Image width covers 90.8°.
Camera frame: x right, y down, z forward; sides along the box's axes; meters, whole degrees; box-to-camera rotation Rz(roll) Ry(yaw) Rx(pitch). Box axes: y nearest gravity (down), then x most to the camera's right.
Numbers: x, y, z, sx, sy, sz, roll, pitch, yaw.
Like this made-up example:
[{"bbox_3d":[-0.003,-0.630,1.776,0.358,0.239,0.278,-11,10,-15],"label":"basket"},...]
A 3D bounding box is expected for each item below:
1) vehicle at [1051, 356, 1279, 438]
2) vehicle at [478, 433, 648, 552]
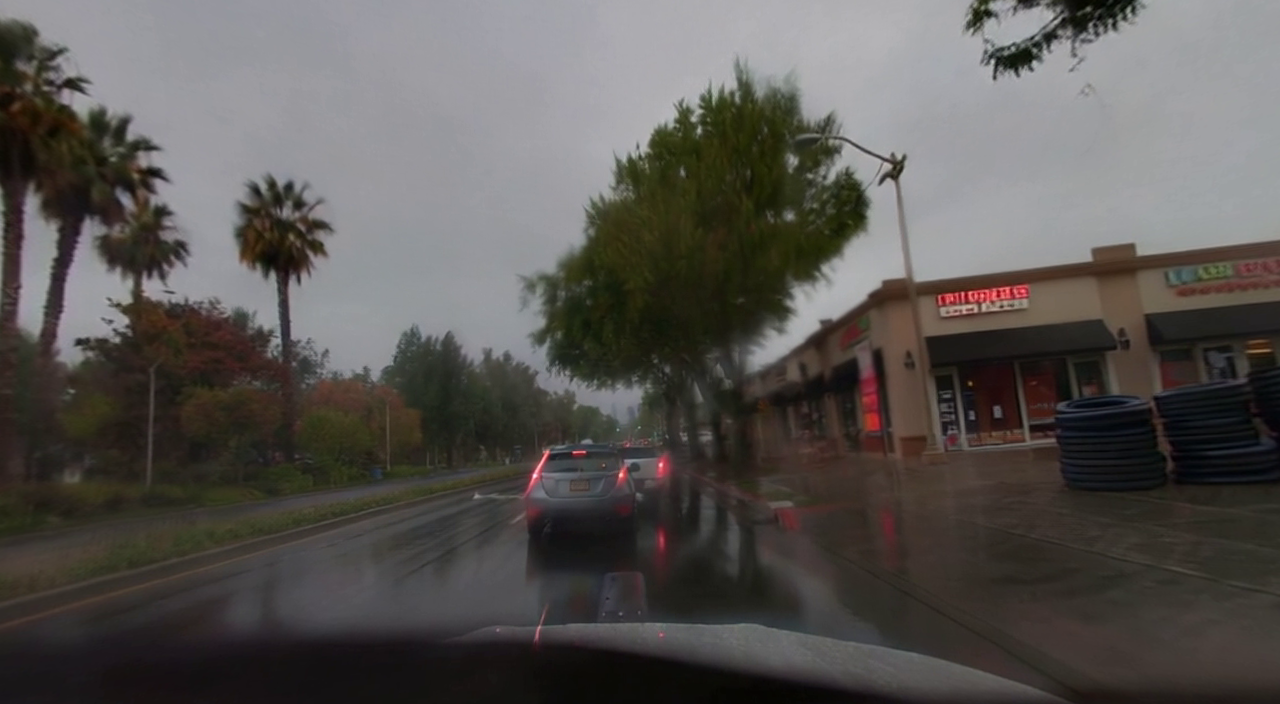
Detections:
[{"bbox_3d":[13.383,1.340,16.623,1.854,1.693,4.798,-1,-10,0],"label":"vehicle"},{"bbox_3d":[-1.020,2.103,10.165,2.169,1.495,4.048,0,-8,-1],"label":"vehicle"}]
